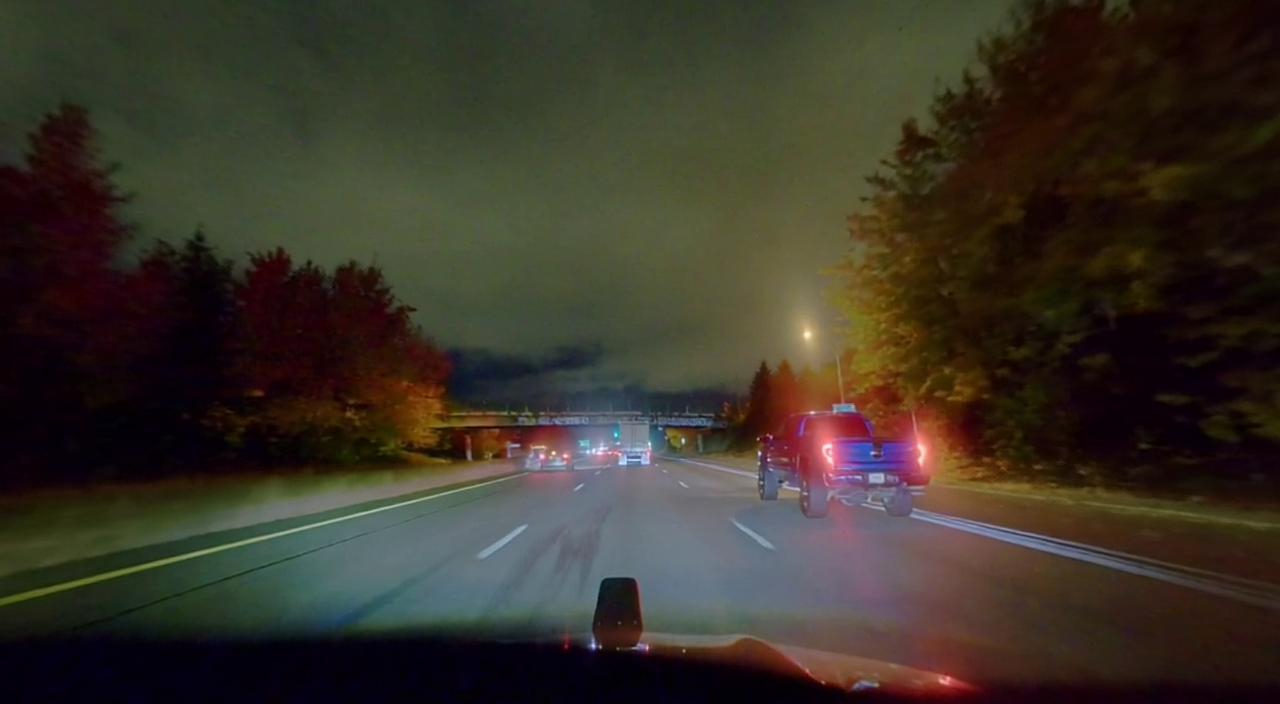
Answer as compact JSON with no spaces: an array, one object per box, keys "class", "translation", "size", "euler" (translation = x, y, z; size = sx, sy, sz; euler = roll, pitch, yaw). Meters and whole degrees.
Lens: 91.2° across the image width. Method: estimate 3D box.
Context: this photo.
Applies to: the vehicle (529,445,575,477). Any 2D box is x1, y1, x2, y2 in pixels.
[{"class":"vehicle","translation":[-4.489,5.614,32.449],"size":[1.892,1.529,3.996],"euler":[0,-9,-1]}]
